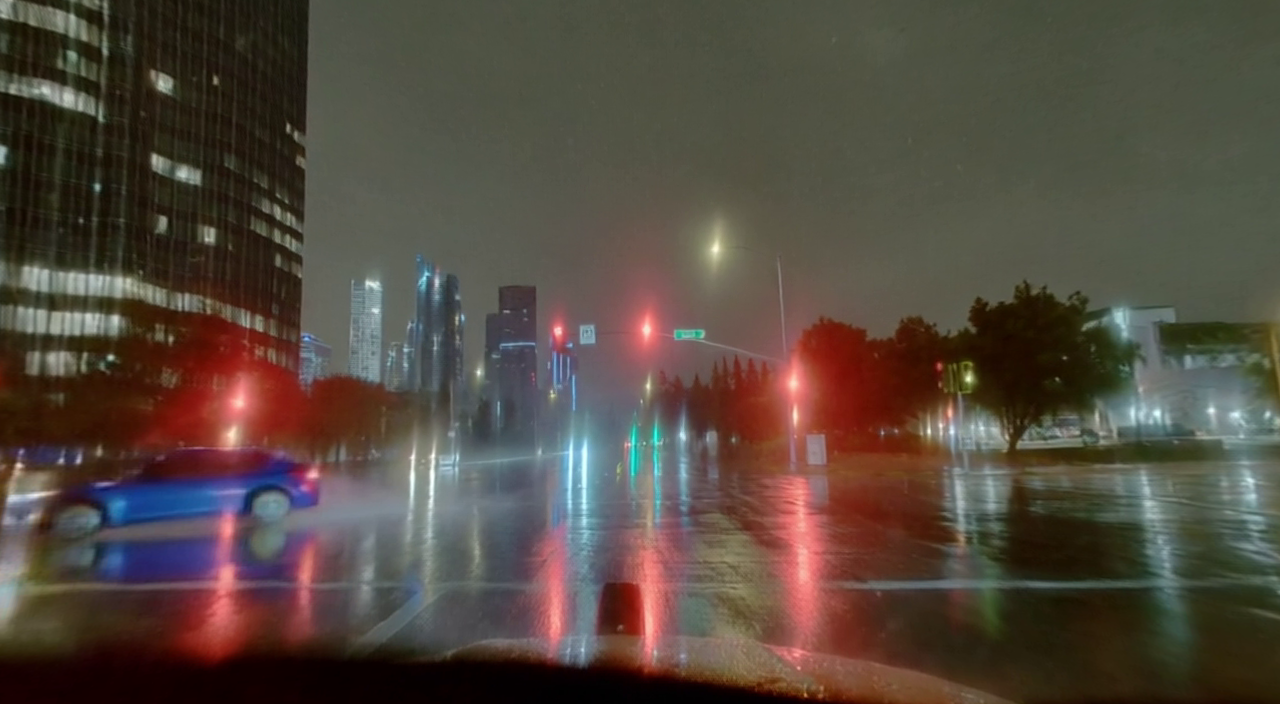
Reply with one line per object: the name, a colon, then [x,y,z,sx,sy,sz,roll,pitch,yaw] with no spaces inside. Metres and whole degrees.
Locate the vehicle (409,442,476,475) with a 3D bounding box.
vehicle: [-11.554,6.277,37.257,2.069,1.771,4.947,0,-9,3]

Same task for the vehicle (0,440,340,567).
vehicle: [-7.557,2.275,10.294,2.065,1.572,4.218,-7,-11,37]
